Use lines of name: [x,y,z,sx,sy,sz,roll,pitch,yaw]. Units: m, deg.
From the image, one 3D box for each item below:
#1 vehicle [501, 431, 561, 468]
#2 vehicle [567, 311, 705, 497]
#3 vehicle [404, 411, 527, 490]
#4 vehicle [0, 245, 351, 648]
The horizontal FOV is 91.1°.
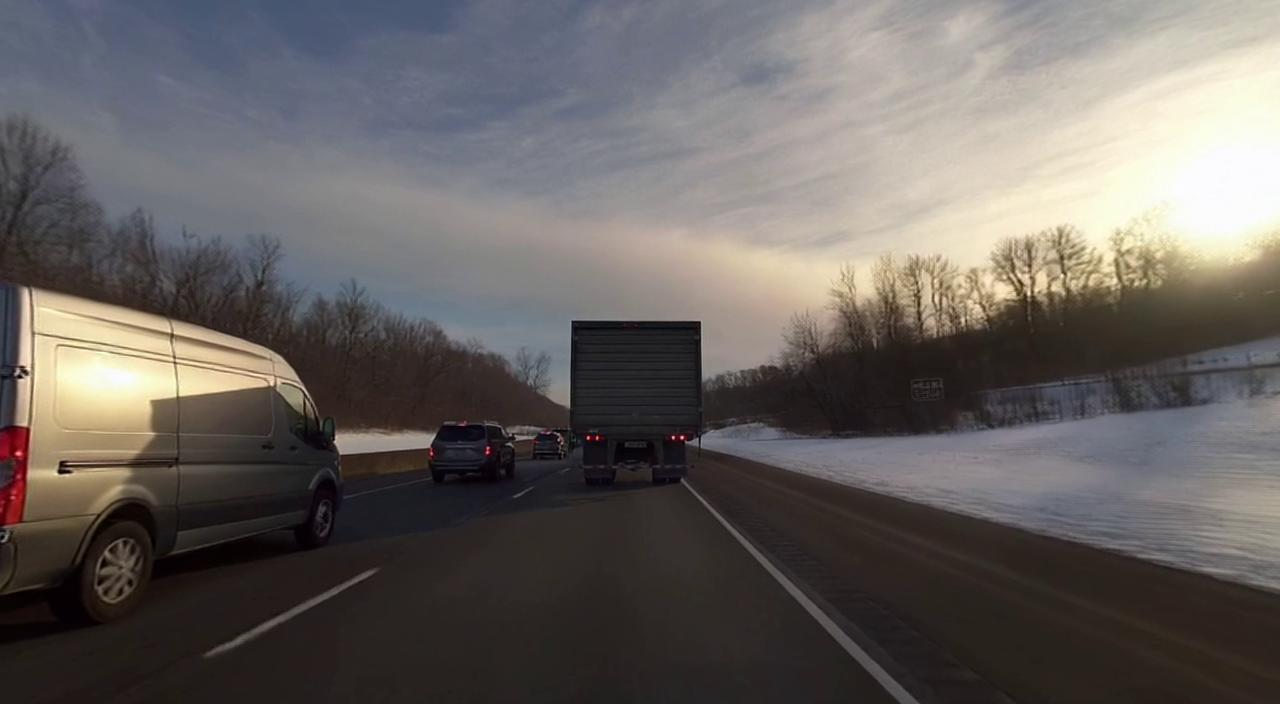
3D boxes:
vehicle: [-4.869,4.426,28.705,1.931,1.539,4.441,0,-8,0]
vehicle: [-0.120,1.775,18.706,2.953,4.041,10.072,0,-8,-1]
vehicle: [-4.904,2.837,18.525,2.168,1.985,4.952,0,-8,0]
vehicle: [-5.272,0.864,5.941,2.478,2.515,5.438,0,-8,0]
